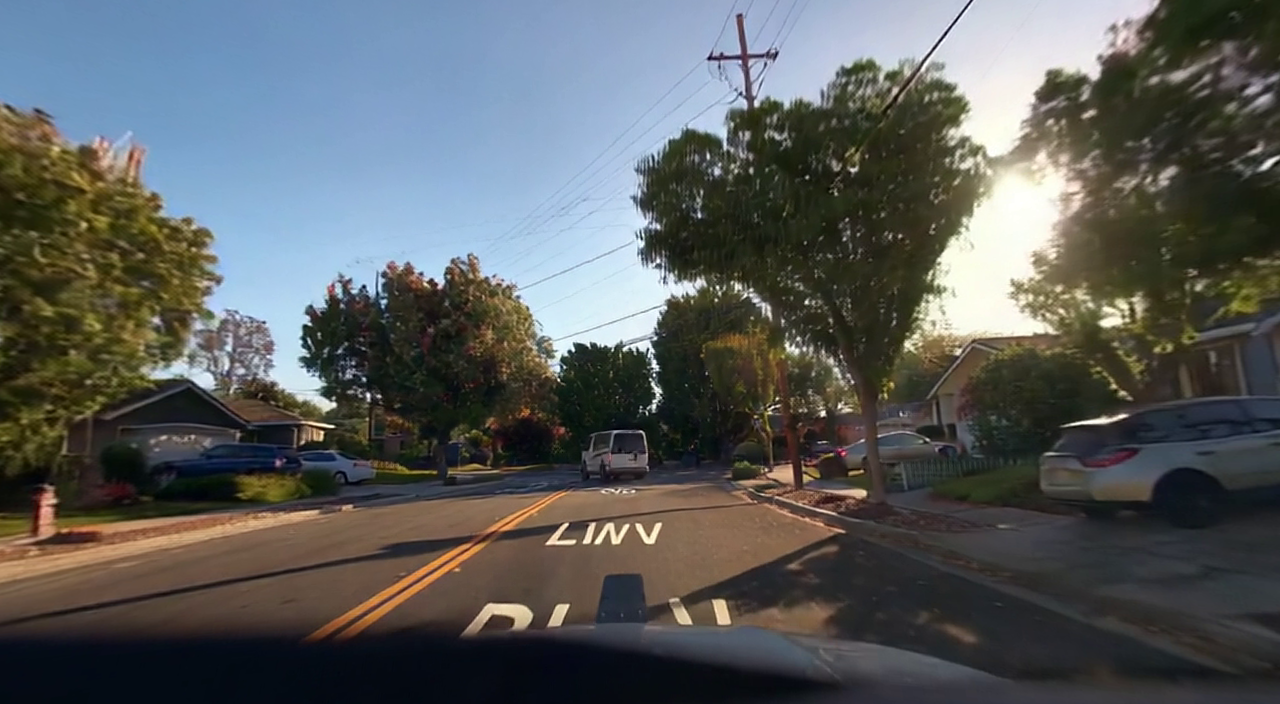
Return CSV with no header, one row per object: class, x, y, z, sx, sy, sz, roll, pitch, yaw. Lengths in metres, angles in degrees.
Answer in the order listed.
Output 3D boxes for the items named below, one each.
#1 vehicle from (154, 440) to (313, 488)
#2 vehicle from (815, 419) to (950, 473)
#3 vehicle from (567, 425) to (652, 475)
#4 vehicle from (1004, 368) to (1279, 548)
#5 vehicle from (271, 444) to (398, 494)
vehicle,-16.282,4.500,25.532,4.881,1.828,2.111,0,-9,-2
vehicle,10.044,3.967,26.503,4.658,1.536,2.090,-8,-11,1
vehicle,-2.233,6.641,43.030,2.929,3.058,7.559,5,-10,-26
vehicle,8.243,1.356,9.114,4.584,1.817,2.018,-8,-8,-5
vehicle,-13.483,5.231,28.141,4.550,1.655,2.143,-5,-15,-1
